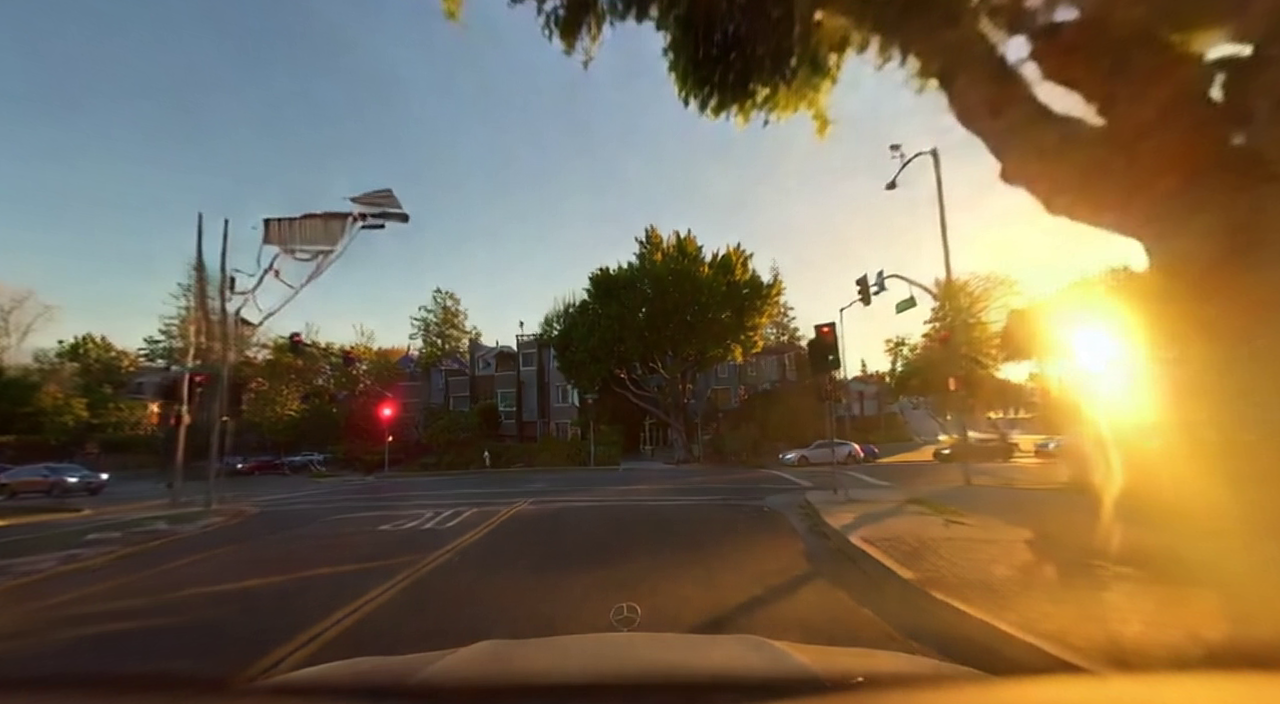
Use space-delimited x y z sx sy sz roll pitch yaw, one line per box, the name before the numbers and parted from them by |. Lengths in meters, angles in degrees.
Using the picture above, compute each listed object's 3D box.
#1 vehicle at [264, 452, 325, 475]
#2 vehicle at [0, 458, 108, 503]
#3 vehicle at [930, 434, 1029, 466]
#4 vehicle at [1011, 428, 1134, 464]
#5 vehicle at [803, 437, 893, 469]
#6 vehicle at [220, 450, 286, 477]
vehicle | -24.692 7.941 45.336 1.817 1.488 4.631 0 -8 0
vehicle | -22.738 4.649 23.073 4.989 1.442 1.940 0 -8 4
vehicle | 18.697 5.404 34.983 4.326 1.672 1.903 -1 -8 1
vehicle | 21.278 4.623 31.236 4.510 1.673 2.030 0 -8 0
vehicle | 10.295 5.010 31.498 3.815 1.504 1.790 -1 -8 1
vehicle | -27.605 7.948 45.219 1.967 1.779 4.159 -1 -8 2
